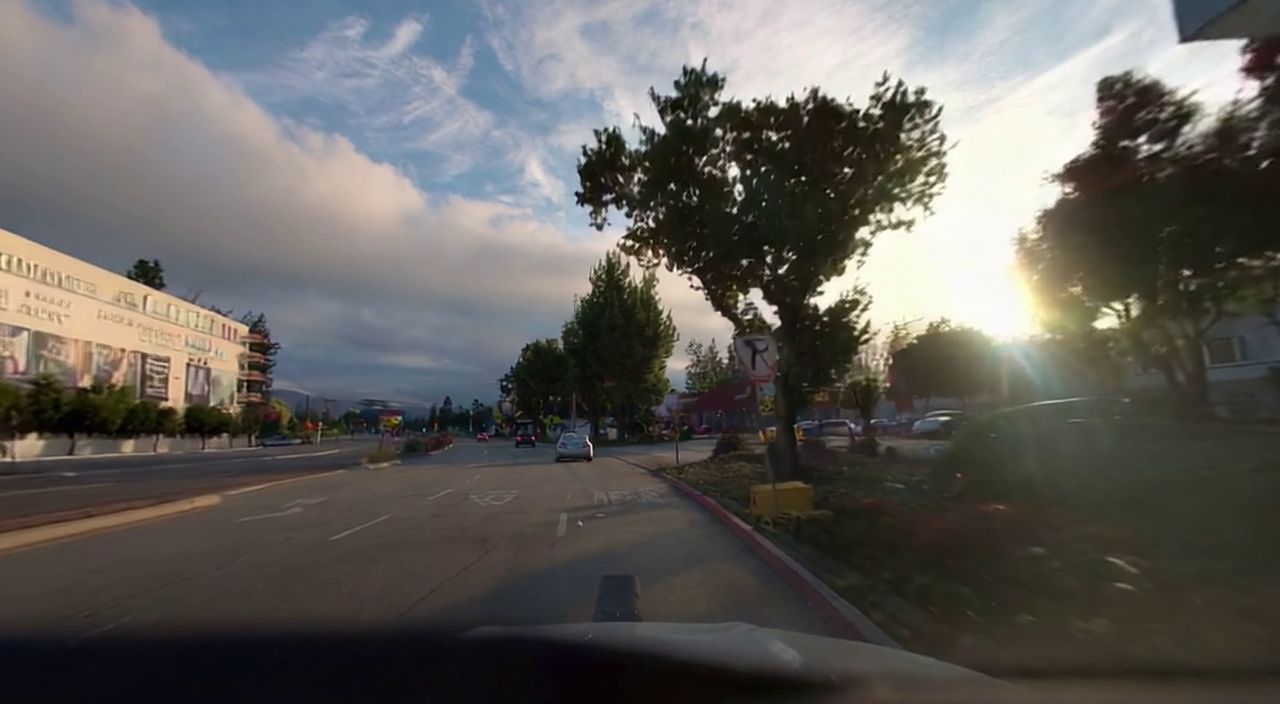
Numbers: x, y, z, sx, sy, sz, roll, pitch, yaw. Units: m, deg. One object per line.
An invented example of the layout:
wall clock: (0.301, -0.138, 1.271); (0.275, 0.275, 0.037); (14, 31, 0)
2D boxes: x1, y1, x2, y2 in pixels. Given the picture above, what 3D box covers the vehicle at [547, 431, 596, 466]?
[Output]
vehicle: (-3.435, 4.725, 31.158); (2.231, 1.572, 4.227); (0, -8, -7)
